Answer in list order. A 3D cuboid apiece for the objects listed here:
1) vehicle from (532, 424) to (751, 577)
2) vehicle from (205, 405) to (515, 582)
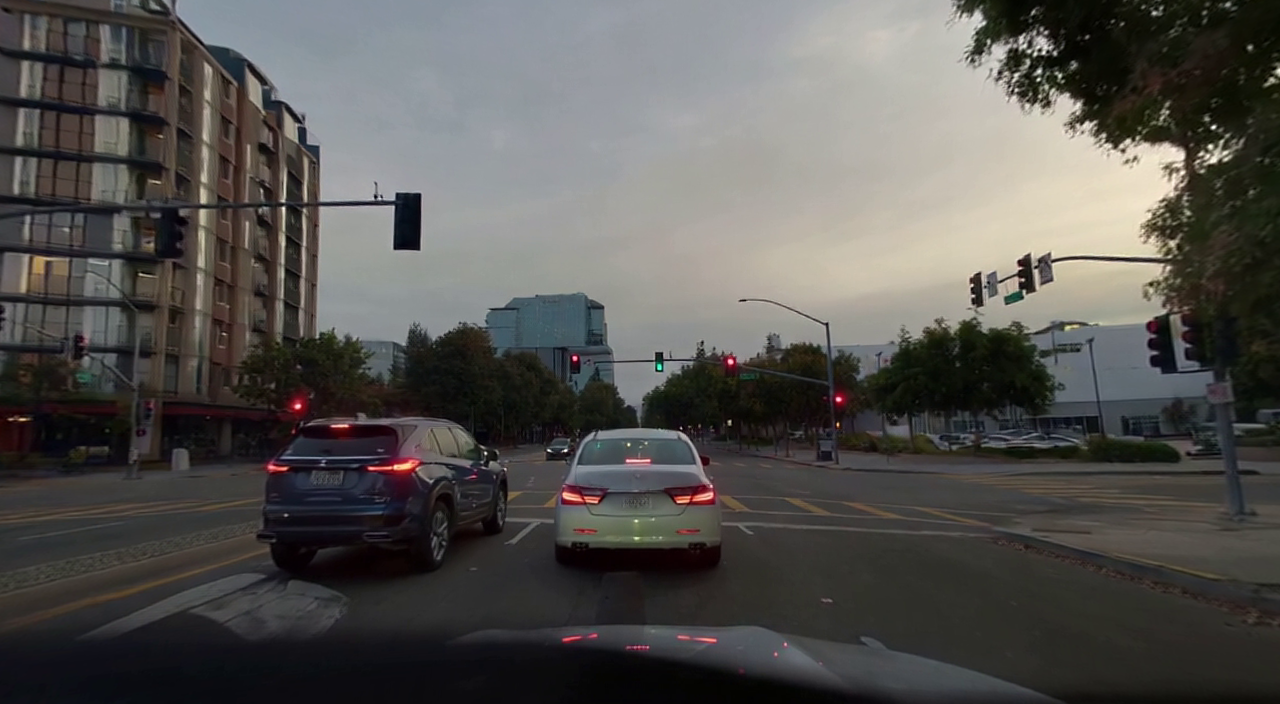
[{"bbox_3d":[0.017,1.775,8.314,2.190,1.522,3.850,0,-8,0],"label":"vehicle"},{"bbox_3d":[-3.187,1.714,8.467,2.081,1.719,4.434,0,-8,0],"label":"vehicle"}]
